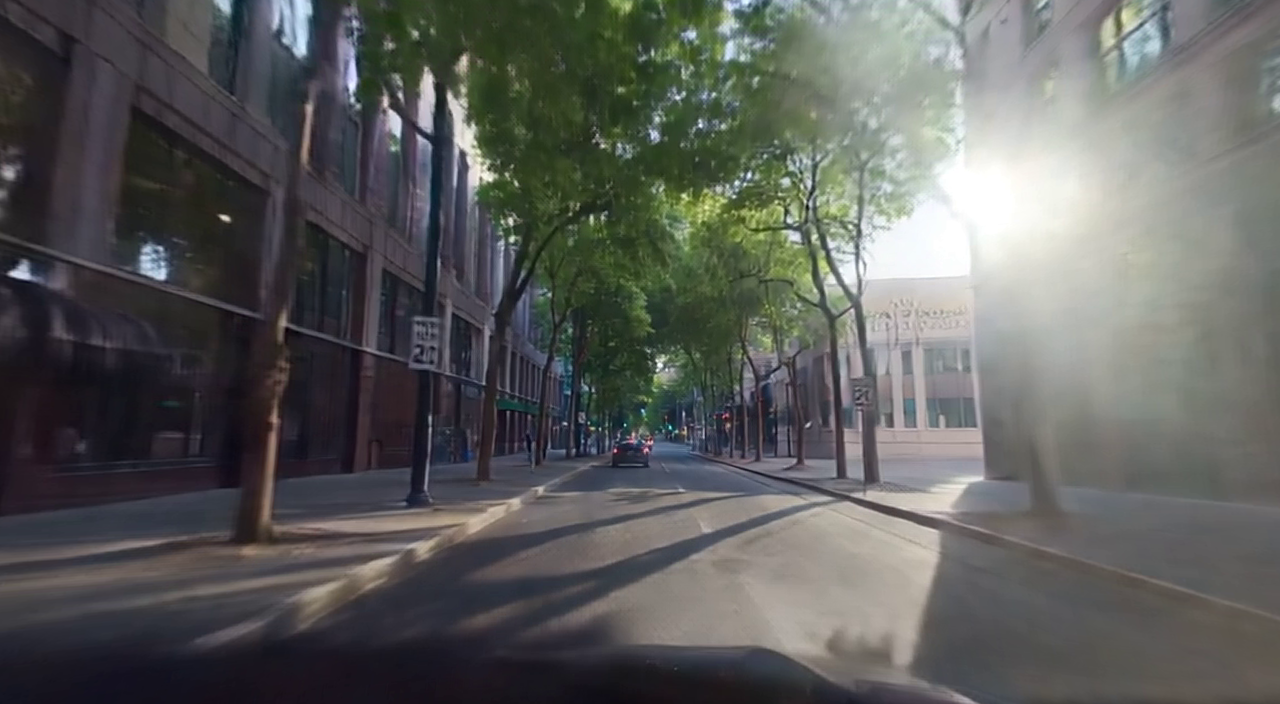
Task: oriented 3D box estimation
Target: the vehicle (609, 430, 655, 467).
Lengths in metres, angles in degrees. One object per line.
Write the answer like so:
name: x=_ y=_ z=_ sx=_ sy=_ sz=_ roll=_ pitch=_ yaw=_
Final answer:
vehicle: x=-0.378 y=4.593 z=29.961 sx=2.079 sy=1.621 sz=3.861 roll=0 pitch=-8 yaw=-1
